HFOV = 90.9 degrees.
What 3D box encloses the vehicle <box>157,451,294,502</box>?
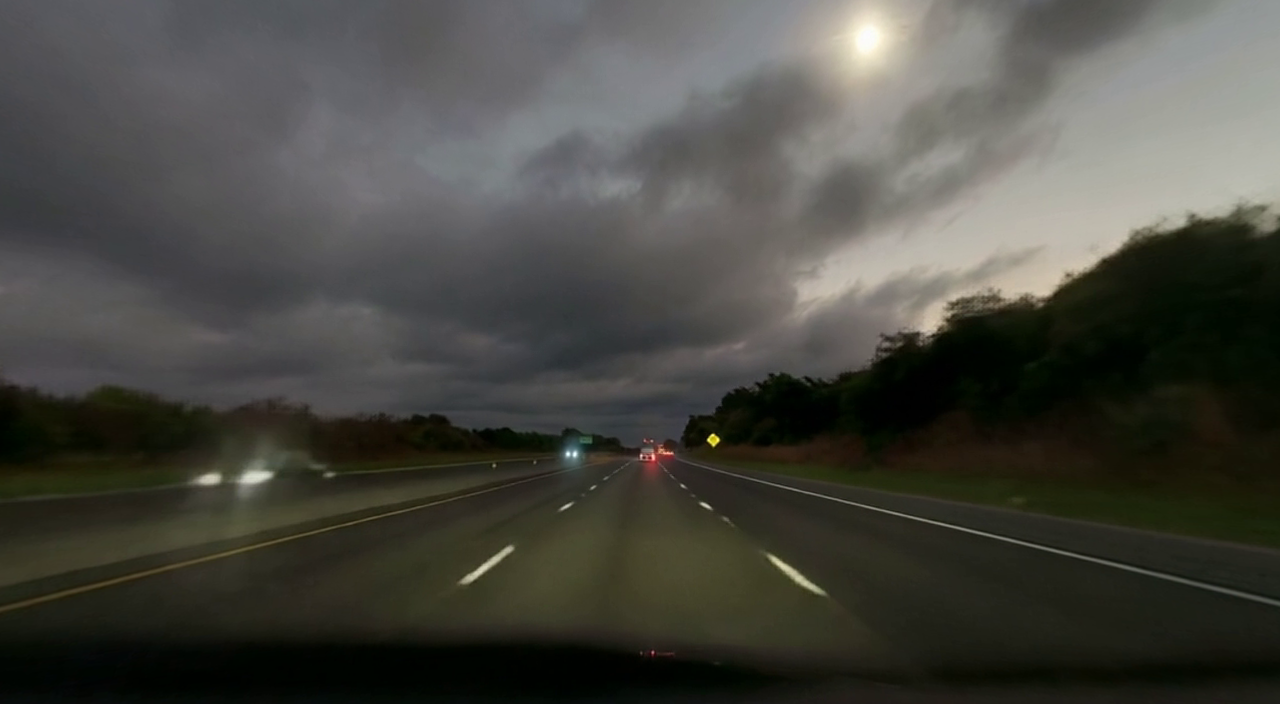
[{"bbox_3d":[-14.607,4.373,22.560,1.903,1.595,4.306,0,-9,1],"label":"vehicle"}]
